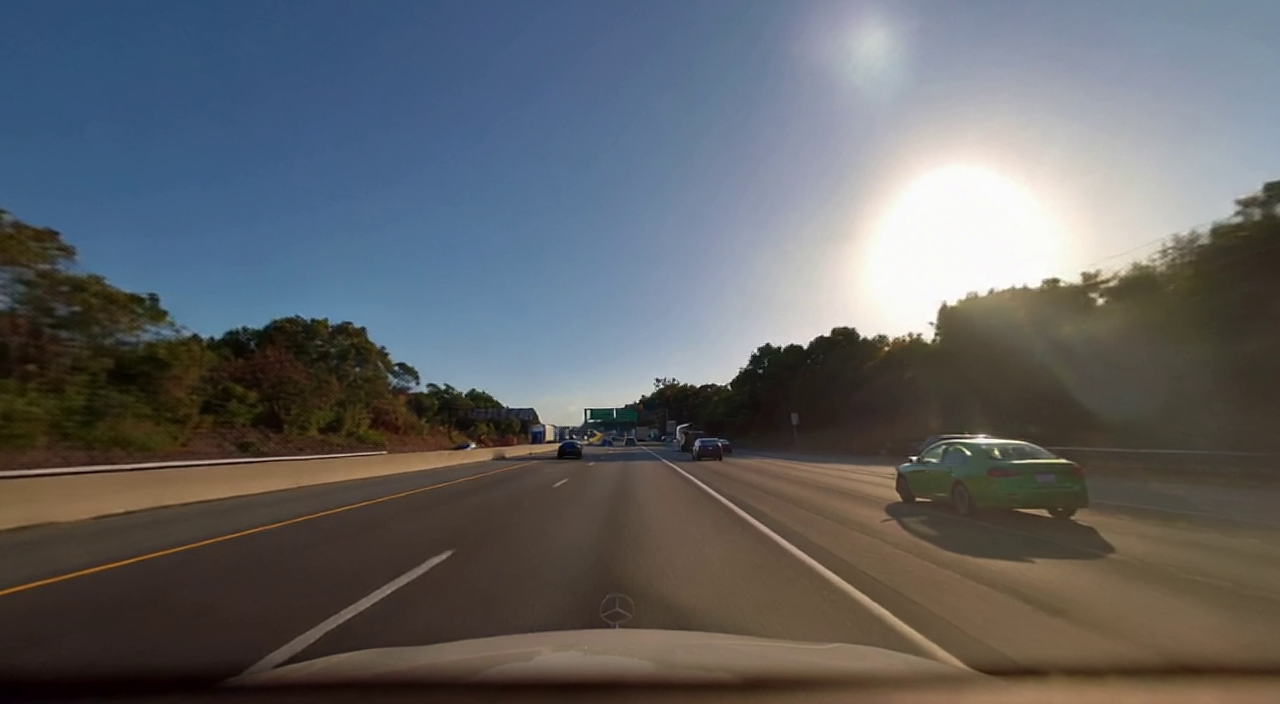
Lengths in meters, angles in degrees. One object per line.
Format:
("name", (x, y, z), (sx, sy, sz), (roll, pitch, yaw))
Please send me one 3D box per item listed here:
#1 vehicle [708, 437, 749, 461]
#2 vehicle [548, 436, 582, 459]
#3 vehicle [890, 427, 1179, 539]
("vehicle", (5.601, 6.178, 40.171), (1.920, 1.436, 3.890), (0, -8, -2))
("vehicle", (-5.208, 6.707, 44.358), (1.966, 1.570, 3.859), (0, -8, -1))
("vehicle", (6.146, 2.043, 10.608), (2.028, 1.488, 4.236), (0, -8, -2))
